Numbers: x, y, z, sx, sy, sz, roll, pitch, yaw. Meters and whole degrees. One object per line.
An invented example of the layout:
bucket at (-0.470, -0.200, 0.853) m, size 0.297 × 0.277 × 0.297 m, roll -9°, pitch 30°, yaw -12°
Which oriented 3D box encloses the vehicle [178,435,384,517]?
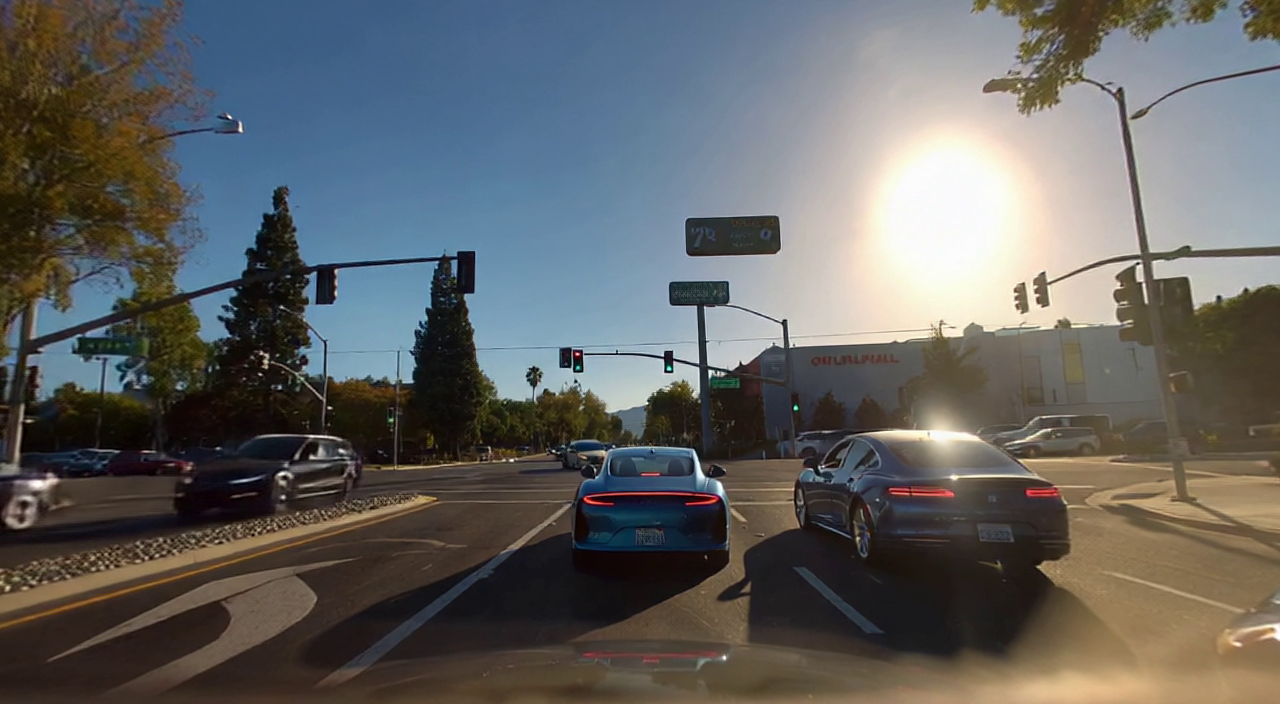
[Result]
vehicle at (-8.353, 2.913, 15.387) m, size 2.091 × 1.651 × 4.870 m, roll 0°, pitch -8°, yaw 1°

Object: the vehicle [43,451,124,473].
vehicle at (-41.286, 8.162, 46.804) m, size 4.195 × 1.533 × 1.752 m, roll 0°, pitch -8°, yaw -3°

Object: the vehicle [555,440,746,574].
vehicle at (0.123, 1.871, 8.396) m, size 1.945 × 1.343 × 3.827 m, roll 0°, pitch -8°, yaw 1°

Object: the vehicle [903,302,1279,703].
vehicle at (3.110, 0.805, 2.539) m, size 2.143 × 1.759 × 4.531 m, roll 0°, pitch -8°, yaw 0°
